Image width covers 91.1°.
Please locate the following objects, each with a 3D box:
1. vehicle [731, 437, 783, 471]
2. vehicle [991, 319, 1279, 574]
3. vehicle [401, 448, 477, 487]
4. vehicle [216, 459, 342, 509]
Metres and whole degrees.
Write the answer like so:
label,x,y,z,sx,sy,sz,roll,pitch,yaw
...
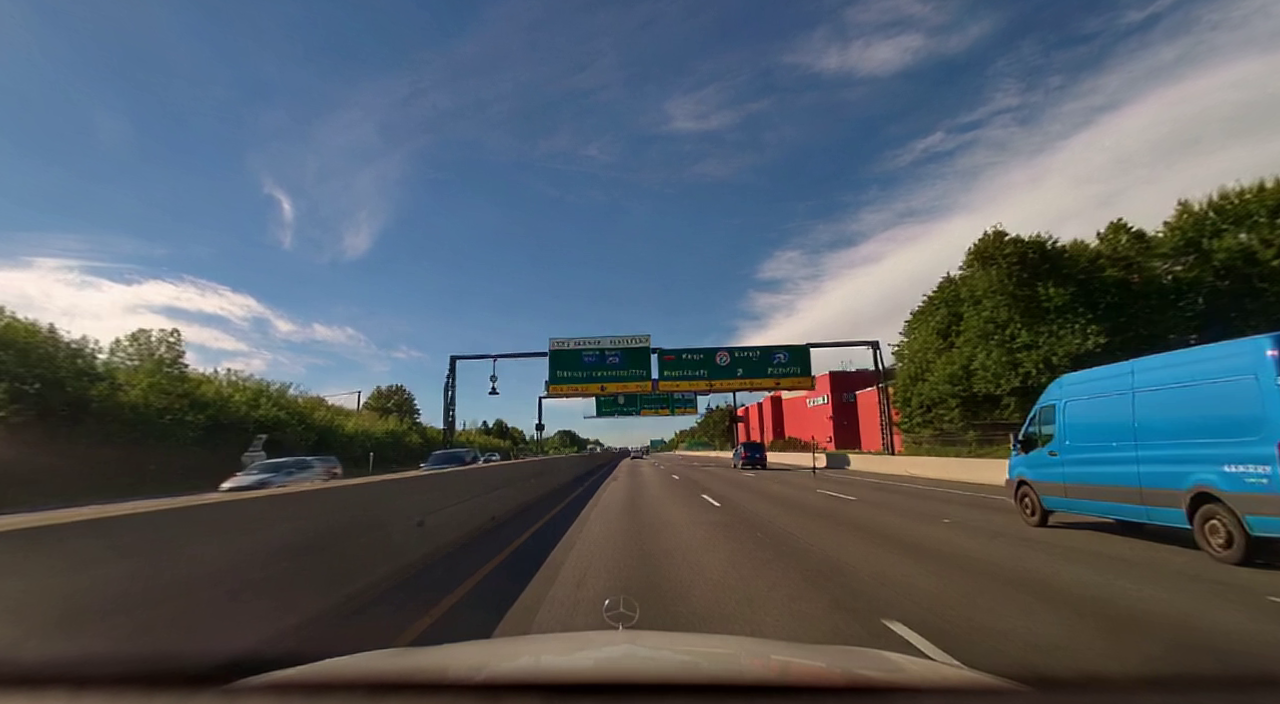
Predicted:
label,x,y,z,sx,sy,sz,roll,pitch,yaw
vehicle,7.128,6.275,38.831,2.156,1.943,5.010,0,-9,-1
vehicle,7.791,1.301,8.607,2.283,2.631,6.053,0,-9,-1
vehicle,-8.569,4.932,27.157,1.932,1.518,4.068,0,-9,0
vehicle,-12.090,4.415,21.417,1.821,1.433,4.166,0,-9,-1
